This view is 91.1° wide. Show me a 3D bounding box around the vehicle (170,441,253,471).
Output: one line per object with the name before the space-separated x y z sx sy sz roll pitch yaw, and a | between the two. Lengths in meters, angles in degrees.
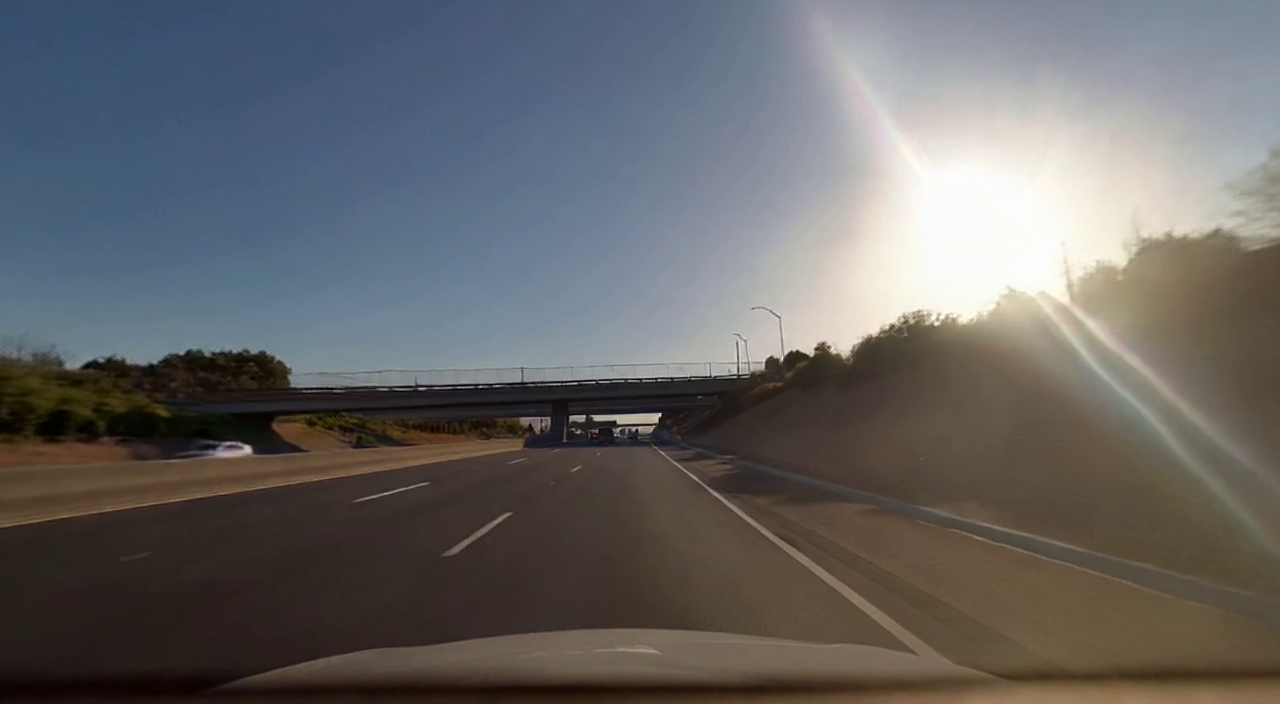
vehicle | -23.633 5.734 34.847 1.768 1.507 3.977 0 -8 0
